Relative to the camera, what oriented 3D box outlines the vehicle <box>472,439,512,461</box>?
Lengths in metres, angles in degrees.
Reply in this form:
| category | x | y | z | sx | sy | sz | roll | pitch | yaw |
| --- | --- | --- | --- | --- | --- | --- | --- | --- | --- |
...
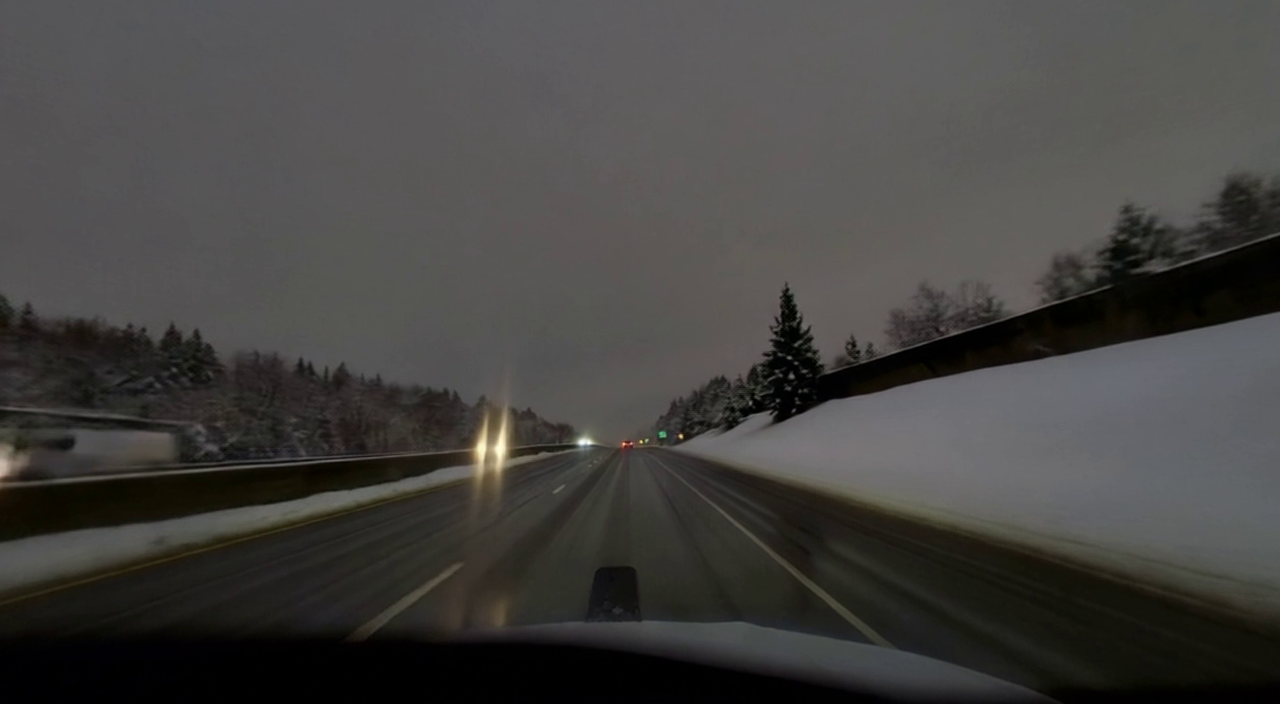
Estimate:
| category | x | y | z | sx | sy | sz | roll | pitch | yaw |
| --- | --- | --- | --- | --- | --- | --- | --- | --- | --- |
| vehicle | -10.812 | 7.175 | 46.298 | 1.889 | 1.554 | 4.163 | 0 | -8 | 1 |

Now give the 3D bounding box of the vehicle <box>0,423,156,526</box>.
| category | x | y | z | sx | sy | sz | roll | pitch | yaw |
| --- | --- | --- | --- | --- | --- | --- | --- | --- | --- |
| vehicle | -13.431 | 2.525 | 13.355 | 2.136 | 1.968 | 5.178 | 0 | -8 | 0 |
